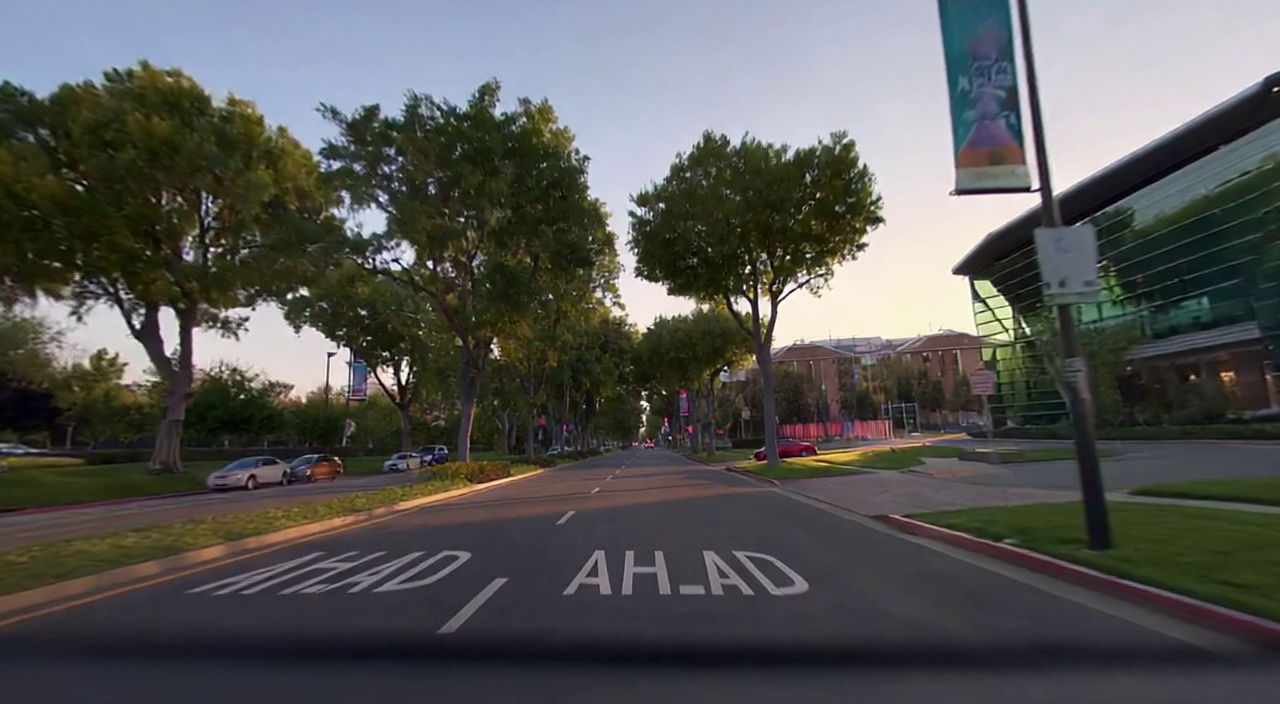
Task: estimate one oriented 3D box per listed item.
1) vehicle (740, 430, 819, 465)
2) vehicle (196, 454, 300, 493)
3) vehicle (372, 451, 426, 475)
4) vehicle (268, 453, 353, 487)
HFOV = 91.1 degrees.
[{"bbox_3d":[9.541,6.578,43.143,4.716,1.672,2.330,-8,-8,-1],"label":"vehicle"},{"bbox_3d":[-17.187,5.308,27.816,1.829,1.508,4.377,0,-9,0],"label":"vehicle"},{"bbox_3d":[-16.989,7.807,44.515,1.873,1.544,4.794,0,-9,2],"label":"vehicle"},{"bbox_3d":[-17.139,6.129,32.945,2.020,1.471,4.419,-3,-9,1],"label":"vehicle"}]
